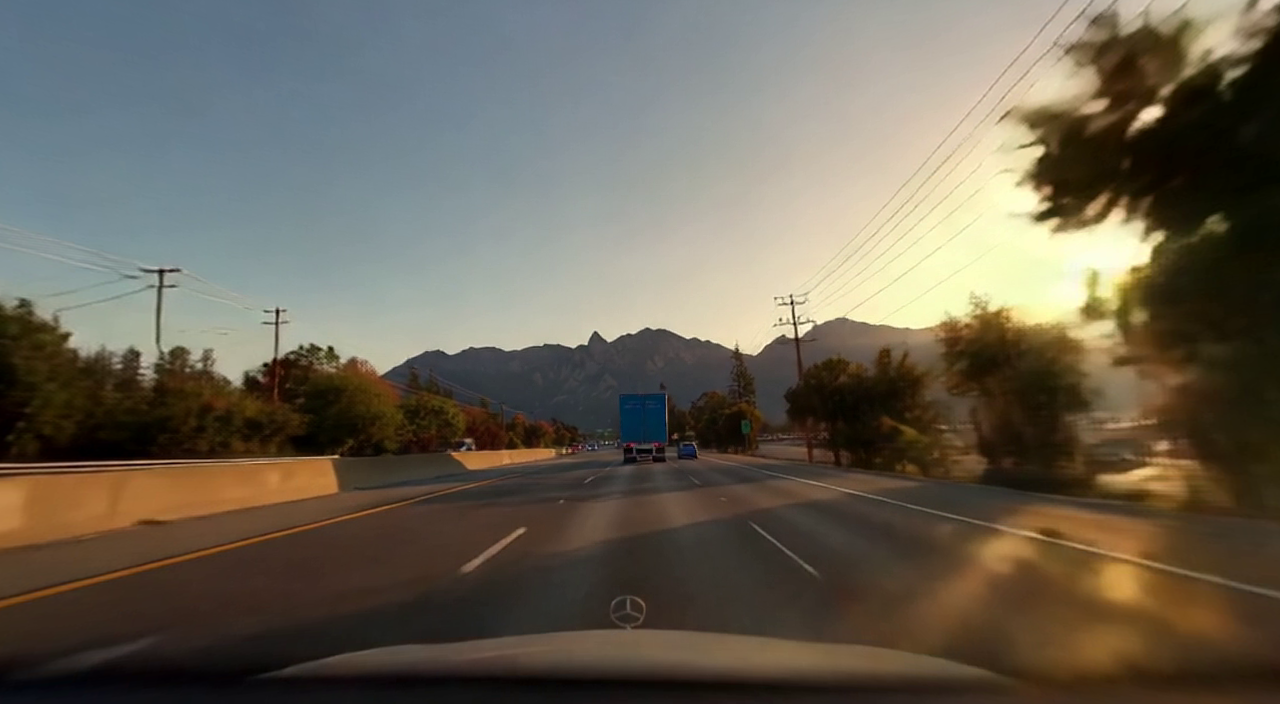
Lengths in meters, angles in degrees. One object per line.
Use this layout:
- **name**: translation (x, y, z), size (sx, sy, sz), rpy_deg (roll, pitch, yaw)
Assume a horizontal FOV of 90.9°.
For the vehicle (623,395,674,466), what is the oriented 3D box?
- **vehicle**: translation (0.429, 5.353, 42.107), size (2.919, 4.101, 11.541), rpy_deg (0, -8, -1)
